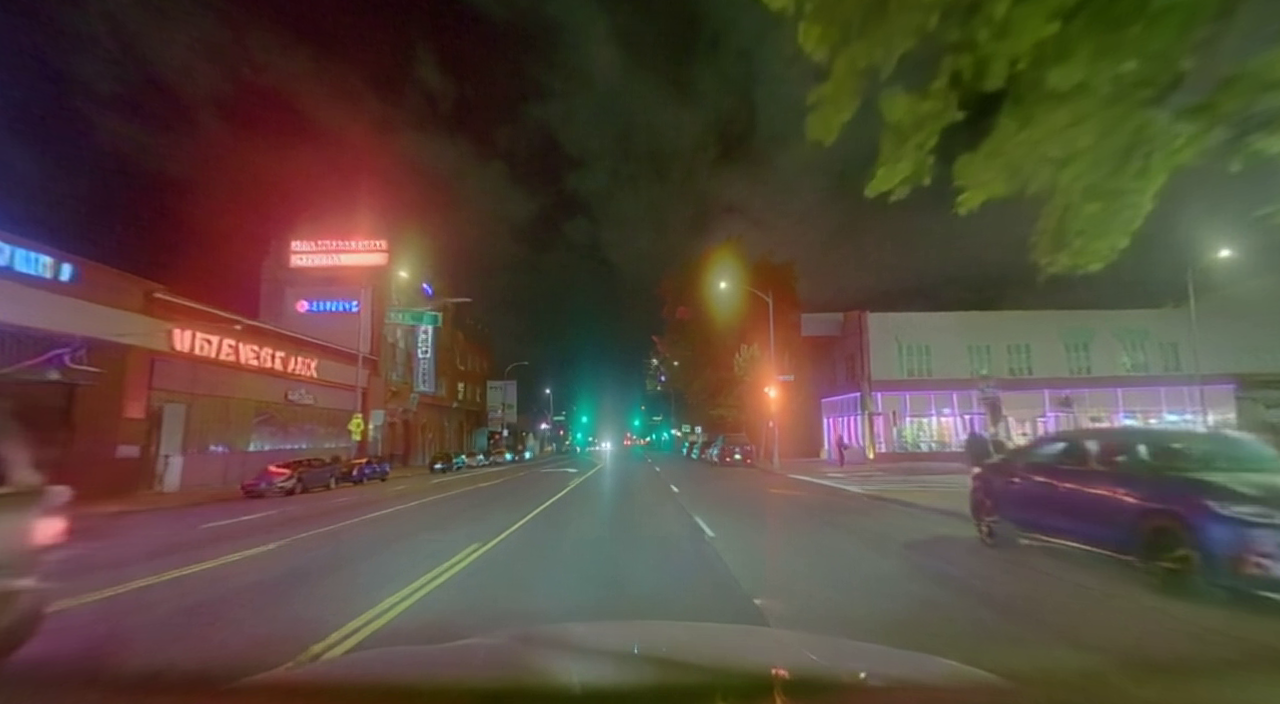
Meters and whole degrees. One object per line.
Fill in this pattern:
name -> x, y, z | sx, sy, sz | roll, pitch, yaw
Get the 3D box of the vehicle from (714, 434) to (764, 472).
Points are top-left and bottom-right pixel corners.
vehicle -> 5.491, 5.660, 35.621 | 2.010, 1.943, 4.319 | -2, -9, -1

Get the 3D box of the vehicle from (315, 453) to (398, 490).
vehicle -> -12.512, 5.278, 28.217 | 1.842, 1.461, 4.371 | 0, -8, -2

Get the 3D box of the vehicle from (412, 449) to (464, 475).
vehicle -> -12.555, 6.833, 39.447 | 1.804, 1.533, 4.121 | 0, -8, 1

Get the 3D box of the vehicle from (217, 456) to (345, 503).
vehicle -> -12.716, 4.513, 22.795 | 1.945, 1.451, 4.522 | 0, -8, 0

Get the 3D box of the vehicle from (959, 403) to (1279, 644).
vehicle -> 5.866, 1.601, 6.835 | 2.150, 1.805, 4.870 | 0, -8, -1
